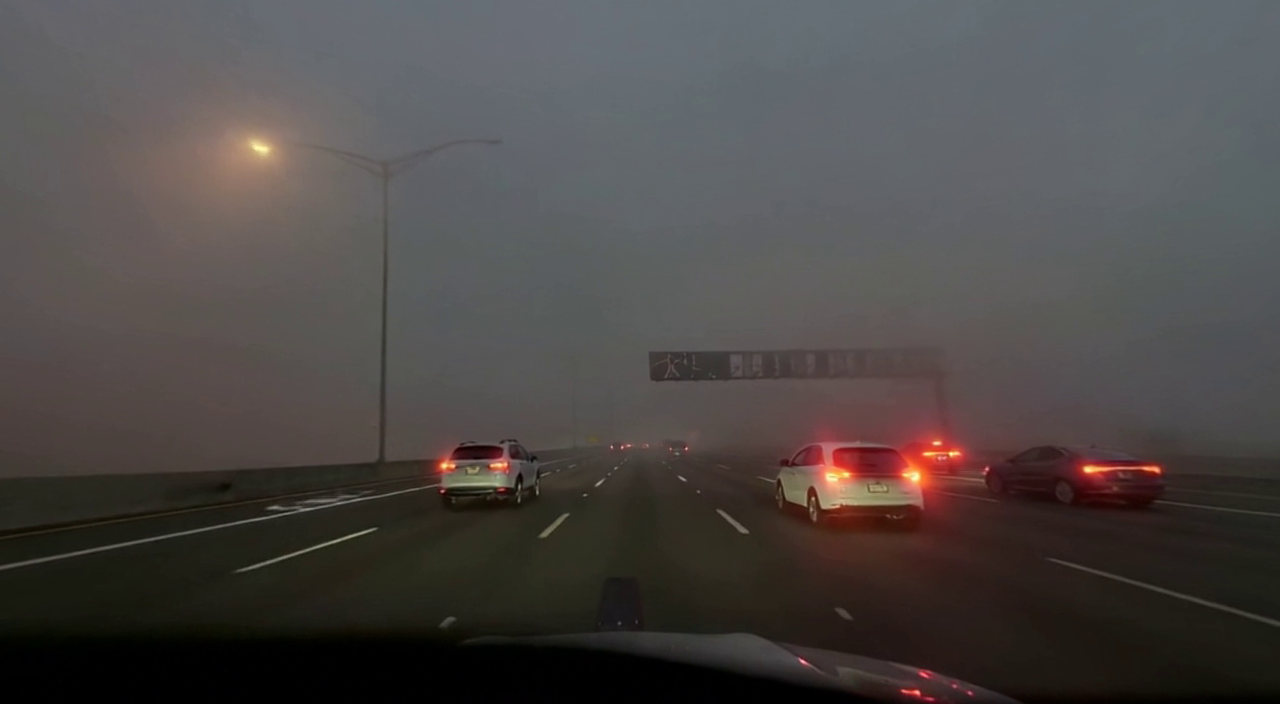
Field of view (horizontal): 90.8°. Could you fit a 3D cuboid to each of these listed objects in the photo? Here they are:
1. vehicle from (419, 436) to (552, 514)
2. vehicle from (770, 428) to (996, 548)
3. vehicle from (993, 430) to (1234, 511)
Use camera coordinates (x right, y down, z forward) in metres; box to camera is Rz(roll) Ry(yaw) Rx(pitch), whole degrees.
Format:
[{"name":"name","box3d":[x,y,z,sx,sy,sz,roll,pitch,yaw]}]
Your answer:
[{"name":"vehicle","box3d":[-3.407,2.790,14.829,1.975,1.536,4.295,0,-8,1]},{"name":"vehicle","box3d":[3.543,2.047,10.175,1.961,1.504,4.094,0,-8,-1]},{"name":"vehicle","box3d":[10.323,2.605,14.342,2.019,1.529,4.385,0,-8,-1]}]
